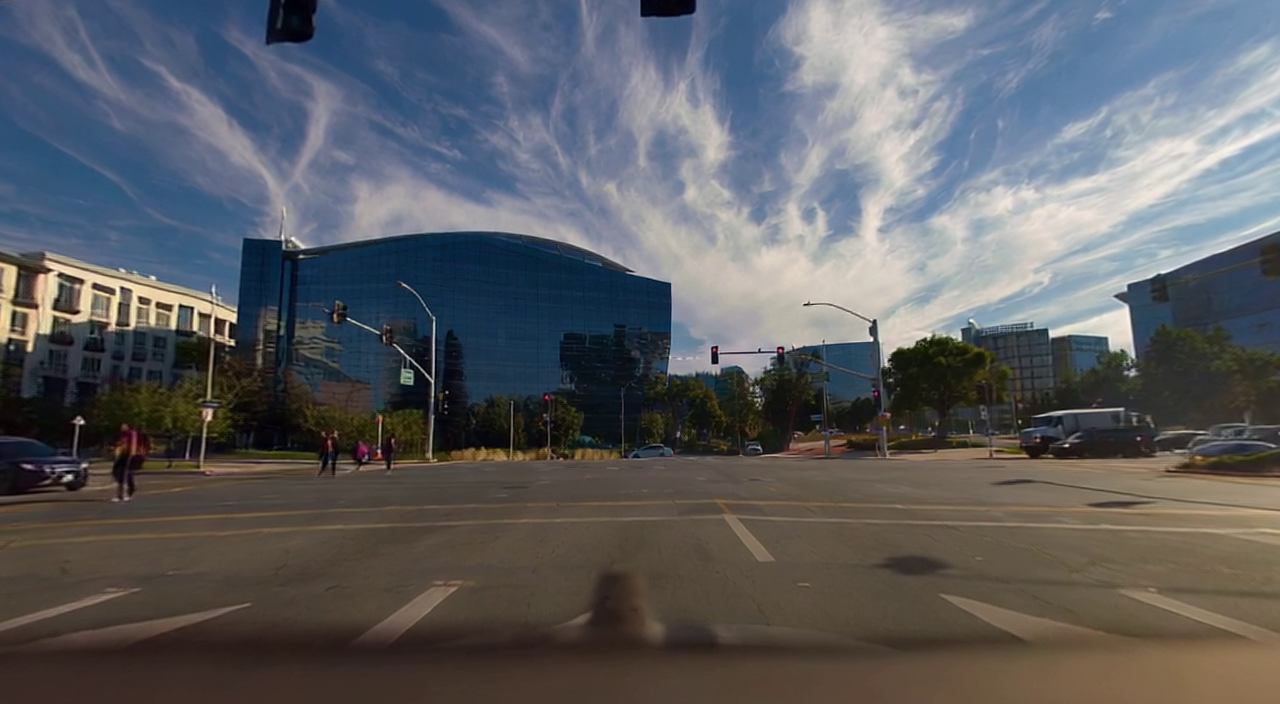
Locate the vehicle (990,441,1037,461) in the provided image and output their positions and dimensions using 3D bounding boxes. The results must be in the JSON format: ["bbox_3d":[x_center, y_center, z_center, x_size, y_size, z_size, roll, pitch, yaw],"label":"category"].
[{"bbox_3d":[27.830,7.384,47.205,1.589,1.405,3.633,-1,-9,7],"label":"vehicle"}]

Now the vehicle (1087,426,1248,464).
[{"bbox_3d":[21.423,3.819,25.809,4.740,1.464,1.876,-1,-9,3],"label":"vehicle"}]

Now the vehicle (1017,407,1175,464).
[{"bbox_3d":[23.055,4.253,32.177,5.855,2.746,2.523,-1,-9,4],"label":"vehicle"}]

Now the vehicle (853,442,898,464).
[{"bbox_3d":[17.663,7.567,47.613,1.789,1.557,4.293,0,-8,1],"label":"vehicle"}]
